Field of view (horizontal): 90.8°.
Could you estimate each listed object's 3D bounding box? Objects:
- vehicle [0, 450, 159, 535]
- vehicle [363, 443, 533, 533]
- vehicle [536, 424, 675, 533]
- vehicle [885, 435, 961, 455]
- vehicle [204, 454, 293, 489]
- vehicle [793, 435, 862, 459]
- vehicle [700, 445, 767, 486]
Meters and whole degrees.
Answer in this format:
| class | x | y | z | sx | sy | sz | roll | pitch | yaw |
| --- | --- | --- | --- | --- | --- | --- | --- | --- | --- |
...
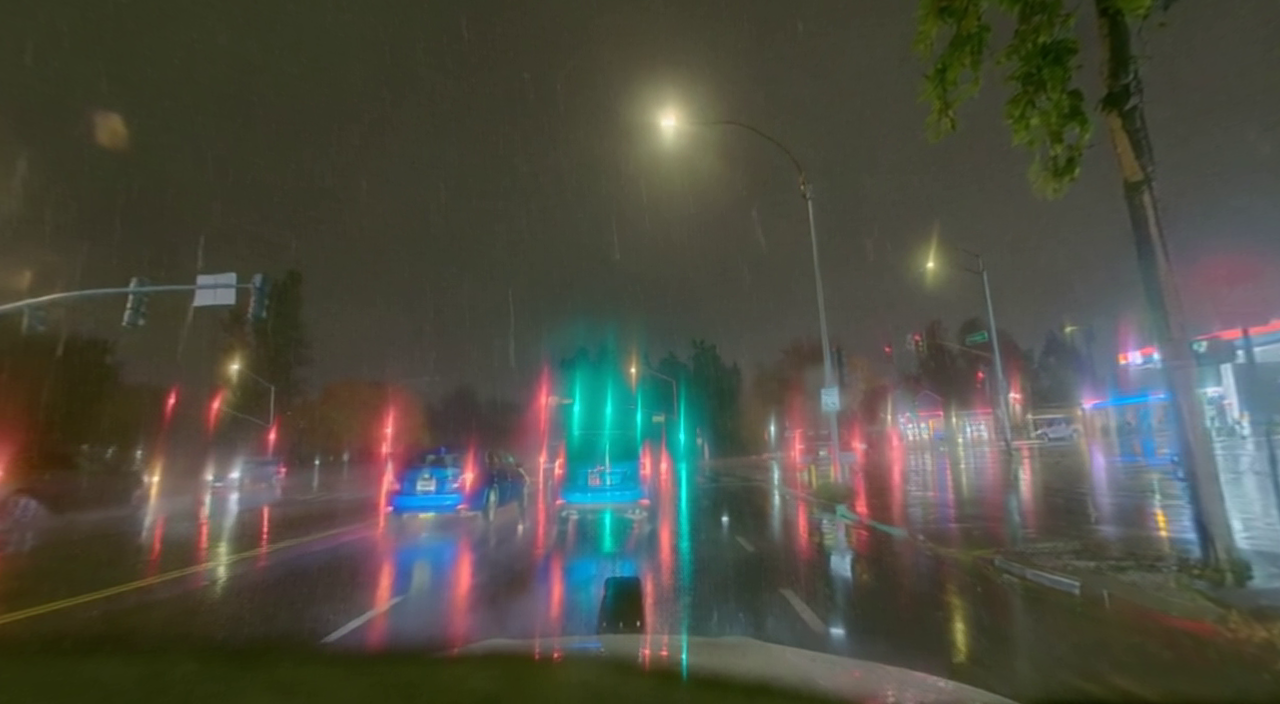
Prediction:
| class | x | y | z | sx | sy | sz | roll | pitch | yaw |
| --- | --- | --- | --- | --- | --- | --- | --- | --- | --- |
| vehicle | -13.494 | 3.002 | 13.947 | 1.995 | 1.626 | 4.592 | 0 | -8 | 2 |
| vehicle | -3.610 | 2.611 | 12.834 | 2.003 | 1.492 | 4.291 | 0 | -8 | 1 |
| vehicle | -0.536 | 2.328 | 12.226 | 2.210 | 1.722 | 4.215 | 0 | -8 | 0 |
| vehicle | 20.810 | 6.844 | 46.632 | 4.700 | 1.417 | 1.789 | 0 | -8 | 1 |
| vehicle | -21.327 | 6.513 | 34.681 | 1.890 | 1.691 | 4.591 | 0 | -8 | 0 |
| vehicle | 13.894 | 7.074 | 46.926 | 4.524 | 1.681 | 1.823 | 0 | -8 | -1 |
| vehicle | 3.832 | 4.449 | 25.254 | 1.976 | 1.462 | 4.342 | -3 | -9 | 17 |
